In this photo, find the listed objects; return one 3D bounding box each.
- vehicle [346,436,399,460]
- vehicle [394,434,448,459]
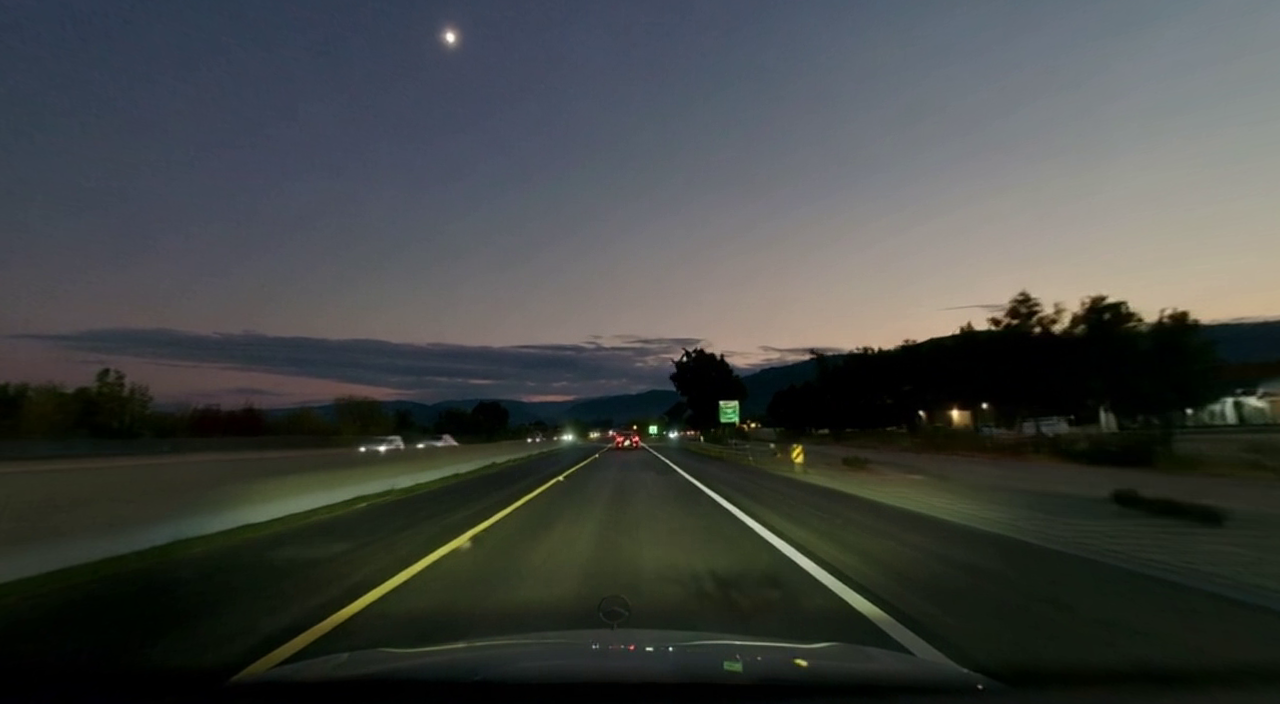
[{"bbox_3d":[-18.021,6.448,42.602,1.839,1.548,3.946,0,-8,0],"label":"vehicle"},{"bbox_3d":[-13.442,5.792,38.878,1.929,1.469,3.985,0,-8,-1],"label":"vehicle"}]
